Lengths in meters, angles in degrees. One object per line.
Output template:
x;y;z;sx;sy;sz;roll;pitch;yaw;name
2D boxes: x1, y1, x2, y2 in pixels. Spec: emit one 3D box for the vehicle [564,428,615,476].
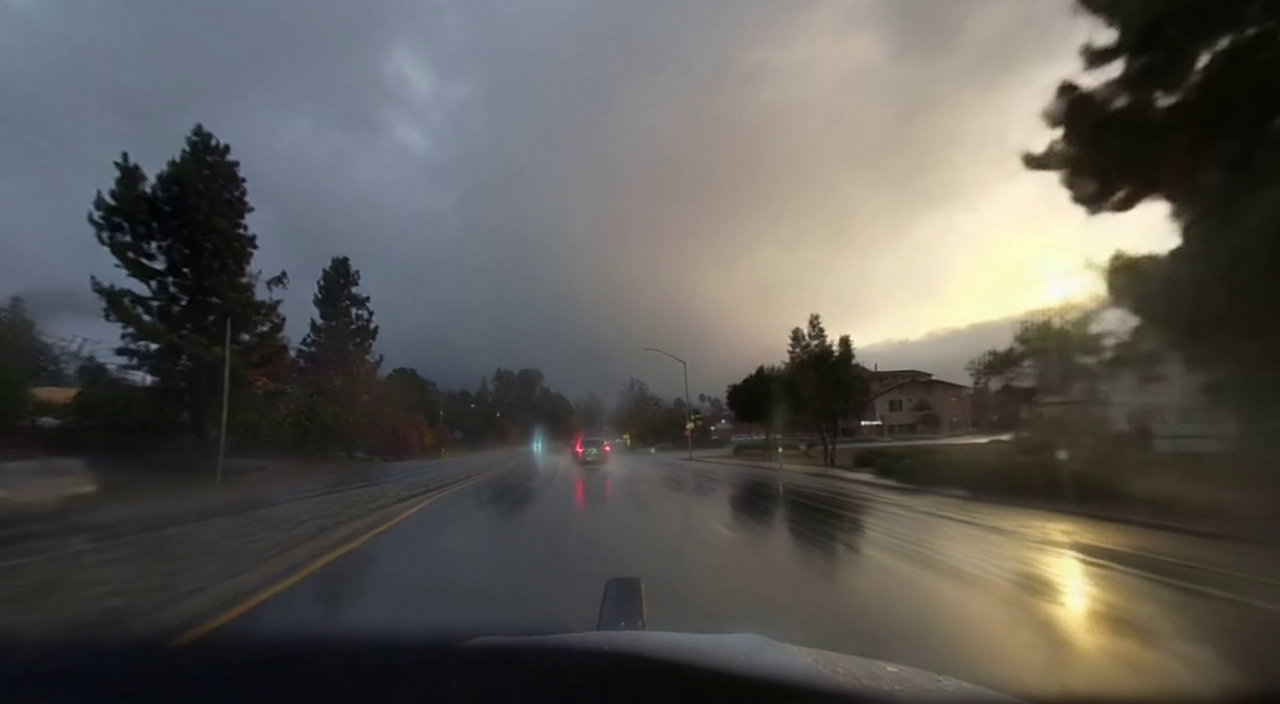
-2.391;4.582;28.892;2.072;2.002;4.391;1;-8;-8;vehicle
